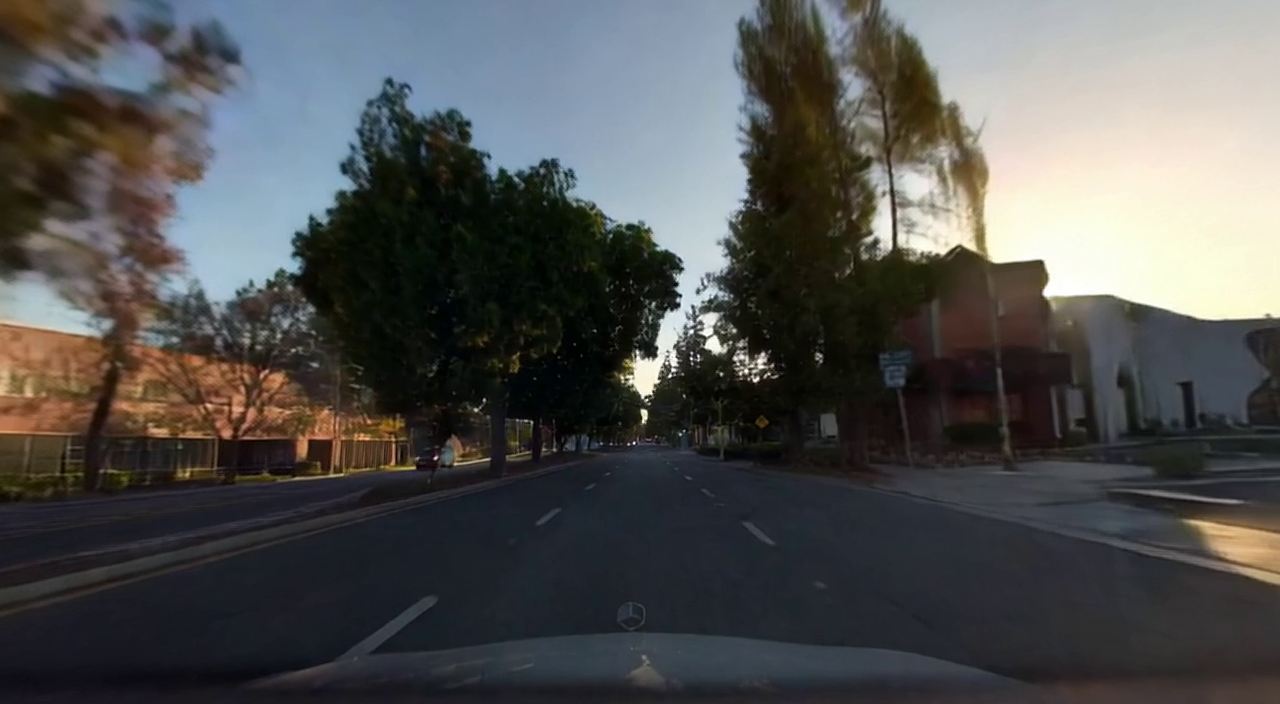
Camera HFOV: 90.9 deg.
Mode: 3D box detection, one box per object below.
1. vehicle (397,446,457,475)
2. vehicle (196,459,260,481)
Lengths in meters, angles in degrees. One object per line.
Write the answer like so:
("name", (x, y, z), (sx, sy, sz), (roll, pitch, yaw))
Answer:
("vehicle", (-12.119, 6.181, 36.194), (1.882, 1.541, 4.280), (0, -8, 1))
("vehicle", (-31.698, 9.079, 48.672), (1.876, 1.470, 4.706), (0, -8, -2))
